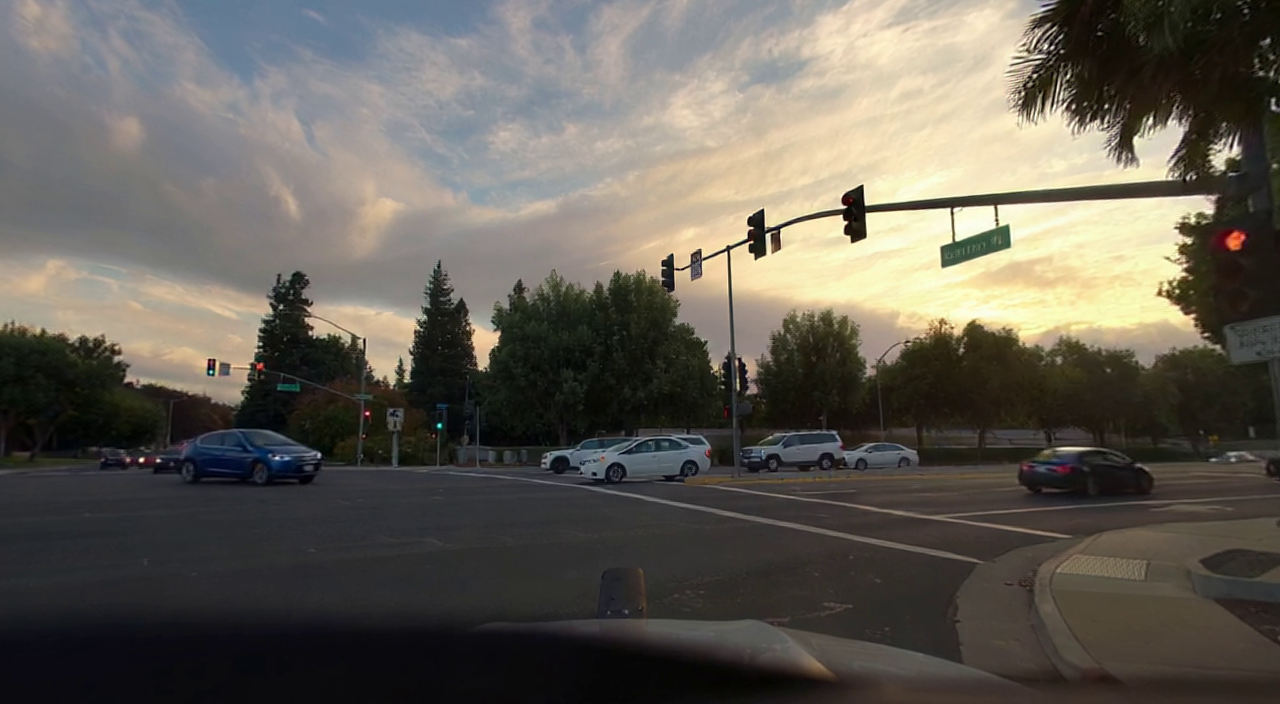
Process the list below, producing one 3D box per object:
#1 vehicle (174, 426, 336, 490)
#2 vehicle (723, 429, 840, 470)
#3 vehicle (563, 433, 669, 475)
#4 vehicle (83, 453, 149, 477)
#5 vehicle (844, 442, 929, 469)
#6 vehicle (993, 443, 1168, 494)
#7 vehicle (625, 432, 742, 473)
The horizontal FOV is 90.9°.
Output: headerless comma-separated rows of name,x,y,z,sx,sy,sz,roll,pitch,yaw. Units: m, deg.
vehicle,-12.531,3.377,20.421,5.332,1.807,2.450,-6,-10,35
vehicle,7.311,5.064,32.539,5.791,1.964,2.199,5,-10,-26
vehicle,-1.073,4.576,28.502,4.360,1.749,1.895,4,-10,-28
vehicle,-34.916,7.480,41.960,4.589,1.462,1.953,-5,-10,32
vehicle,13.853,5.792,35.423,4.457,1.429,1.862,4,-9,-26
vehicle,13.726,3.564,19.683,4.686,1.425,2.018,3,-9,-19
vehicle,1.804,4.147,26.149,4.483,1.589,1.852,4,-9,-25
